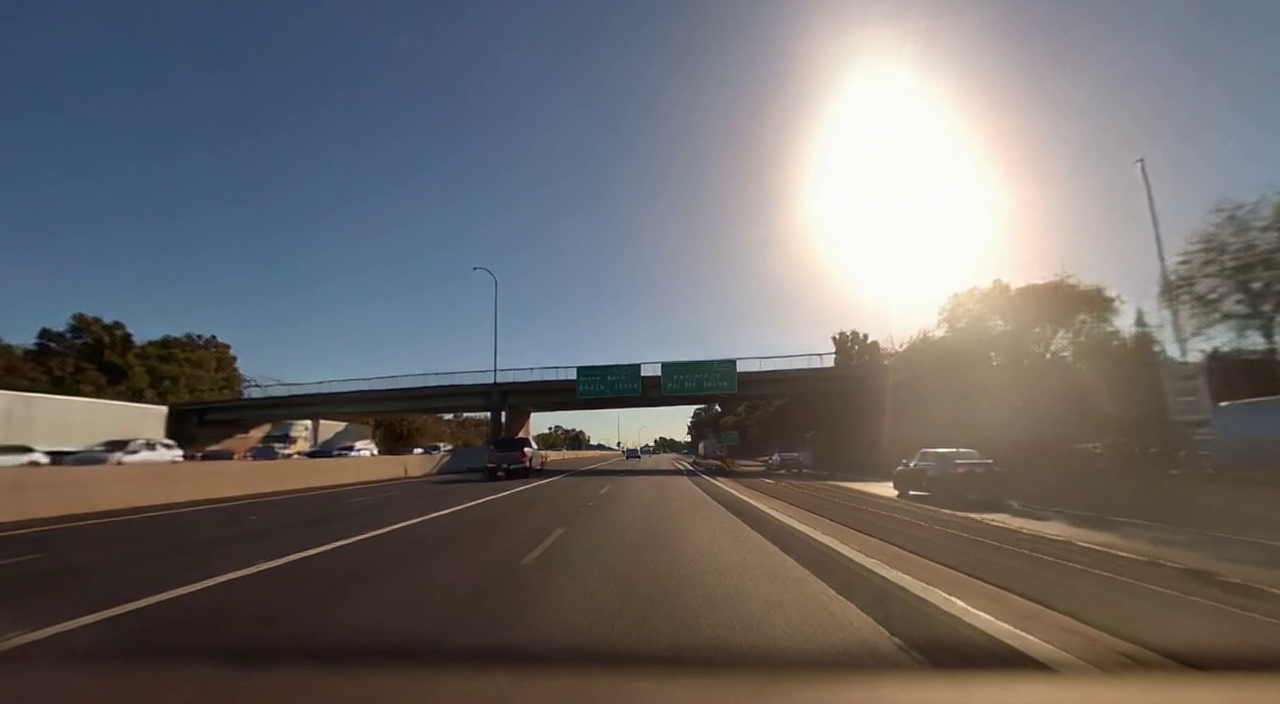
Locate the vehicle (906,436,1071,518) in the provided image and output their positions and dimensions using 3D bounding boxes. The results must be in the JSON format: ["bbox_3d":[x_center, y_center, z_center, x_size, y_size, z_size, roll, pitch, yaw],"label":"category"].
[{"bbox_3d":[9.269,3.314,17.344,2.146,1.929,4.388,-1,-8,3],"label":"vehicle"}]

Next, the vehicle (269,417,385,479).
[{"bbox_3d":[-19.442,6.026,39.882,3.085,3.485,7.854,0,-8,1],"label":"vehicle"}]

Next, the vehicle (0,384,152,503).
[{"bbox_3d":[-23.728,3.409,23.483,2.945,4.107,9.775,0,-8,2],"label":"vehicle"}]

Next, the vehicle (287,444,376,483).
[{"bbox_3d":[-15.882,5.730,32.819,2.074,1.862,4.805,0,-8,2],"label":"vehicle"}]

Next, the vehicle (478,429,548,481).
[{"bbox_3d":[-6.248,5.157,31.881,2.264,2.379,5.248,-1,-8,2],"label":"vehicle"}]

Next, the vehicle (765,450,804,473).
[{"bbox_3d":[10.940,8.332,48.141,2.036,1.596,4.479,0,-8,1],"label":"vehicle"}]
